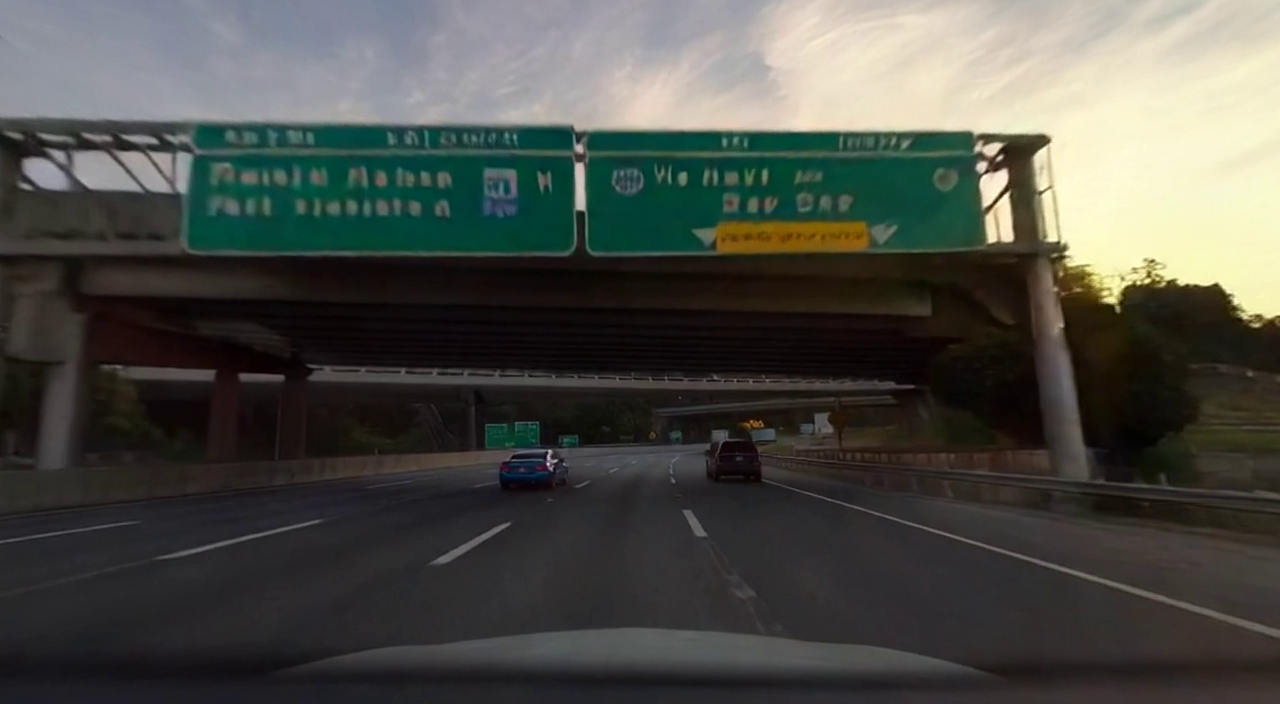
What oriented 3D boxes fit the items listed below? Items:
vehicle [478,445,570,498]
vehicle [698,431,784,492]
[{"bbox_3d":[-3.515,3.712,19.983,1.937,1.490,4.372,-1,-9,2],"label":"vehicle"},{"bbox_3d":[3.286,3.691,21.433,2.225,1.833,4.340,0,-9,1],"label":"vehicle"}]
